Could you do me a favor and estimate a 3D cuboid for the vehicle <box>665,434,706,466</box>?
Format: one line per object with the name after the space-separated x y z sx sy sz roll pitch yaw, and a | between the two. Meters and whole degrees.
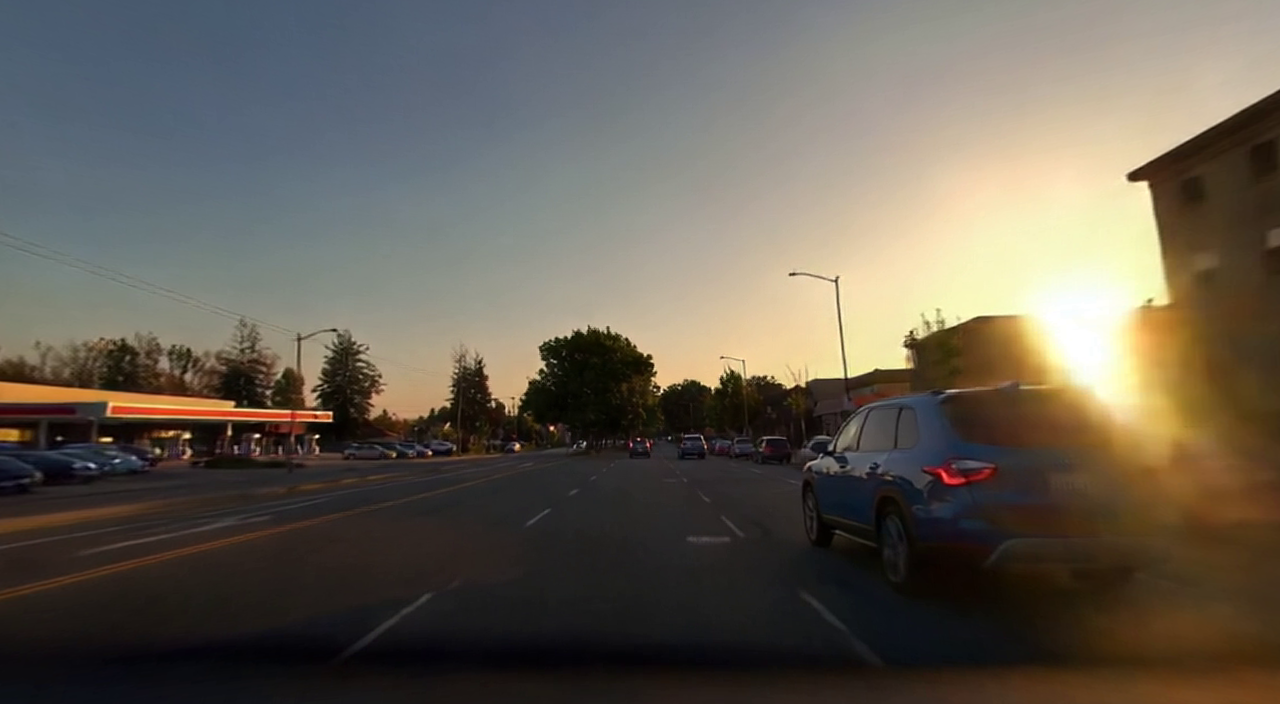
2.794 6.229 40.085 2.317 1.857 5.150 0 -8 1 | vehicle

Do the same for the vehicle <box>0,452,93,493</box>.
-24.484 4.702 24.684 1.822 1.466 4.445 0 -8 1 | vehicle

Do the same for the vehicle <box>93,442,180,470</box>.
-32.753 6.770 41.003 1.925 1.680 4.396 0 -9 1 | vehicle

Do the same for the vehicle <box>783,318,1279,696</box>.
2.985 1.131 5.706 2.246 1.963 4.777 0 -8 0 | vehicle
